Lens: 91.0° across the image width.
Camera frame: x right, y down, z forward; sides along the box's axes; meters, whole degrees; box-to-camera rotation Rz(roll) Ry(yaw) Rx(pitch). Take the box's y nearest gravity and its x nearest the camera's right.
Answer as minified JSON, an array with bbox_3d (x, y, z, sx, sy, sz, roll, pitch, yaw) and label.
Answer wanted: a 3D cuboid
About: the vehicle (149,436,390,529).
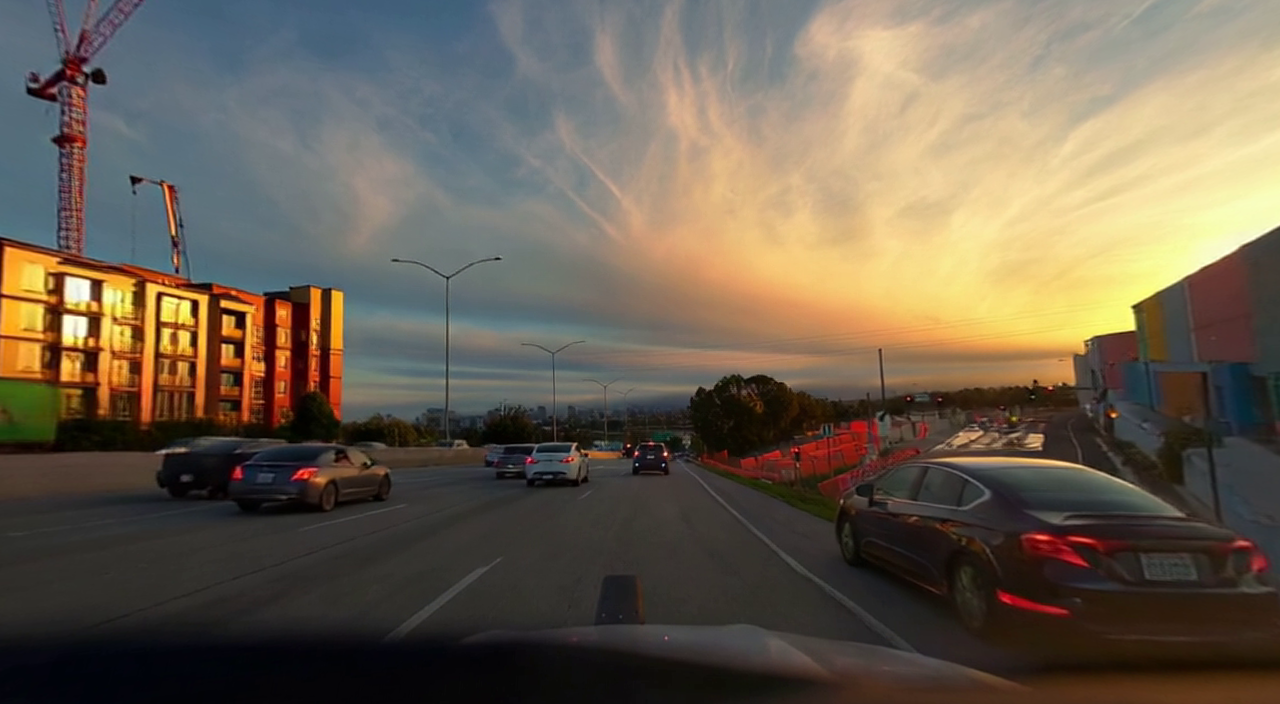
[{"bbox_3d":[-6.924,2.451,12.506,1.959,1.486,4.460,0,-8,2],"label":"vehicle"}]

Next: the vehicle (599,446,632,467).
[{"bbox_3d":[-1.807,7.825,47.491,2.029,1.497,3.960,0,-9,4],"label":"vehicle"}]

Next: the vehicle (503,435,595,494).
[{"bbox_3d":[-2.787,3.563,20.384,2.109,1.657,4.554,0,-8,2],"label":"vehicle"}]

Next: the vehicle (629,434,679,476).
[{"bbox_3d":[0.652,4.720,28.985,2.116,1.763,4.352,0,-8,2],"label":"vehicle"}]
